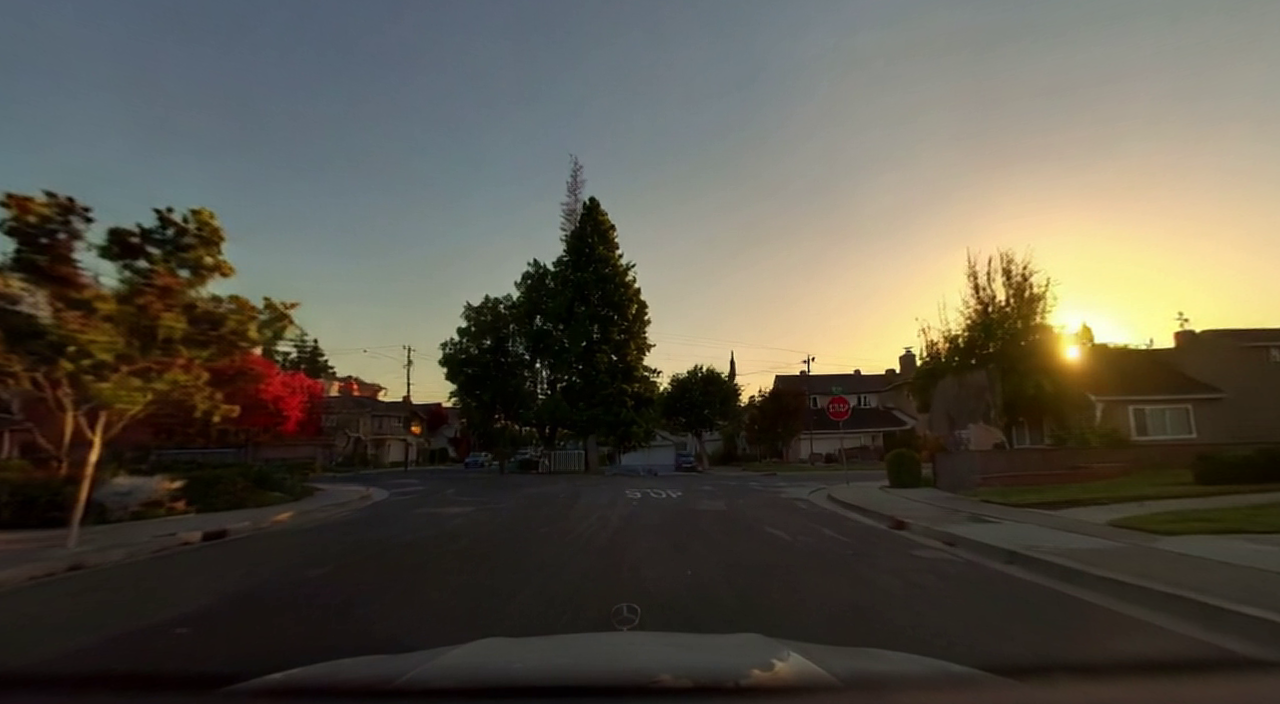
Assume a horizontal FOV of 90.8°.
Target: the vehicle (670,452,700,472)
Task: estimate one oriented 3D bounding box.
[{"bbox_3d":[3.434,8.541,49.129,2.046,1.465,3.940,0,-9,0],"label":"vehicle"}]
